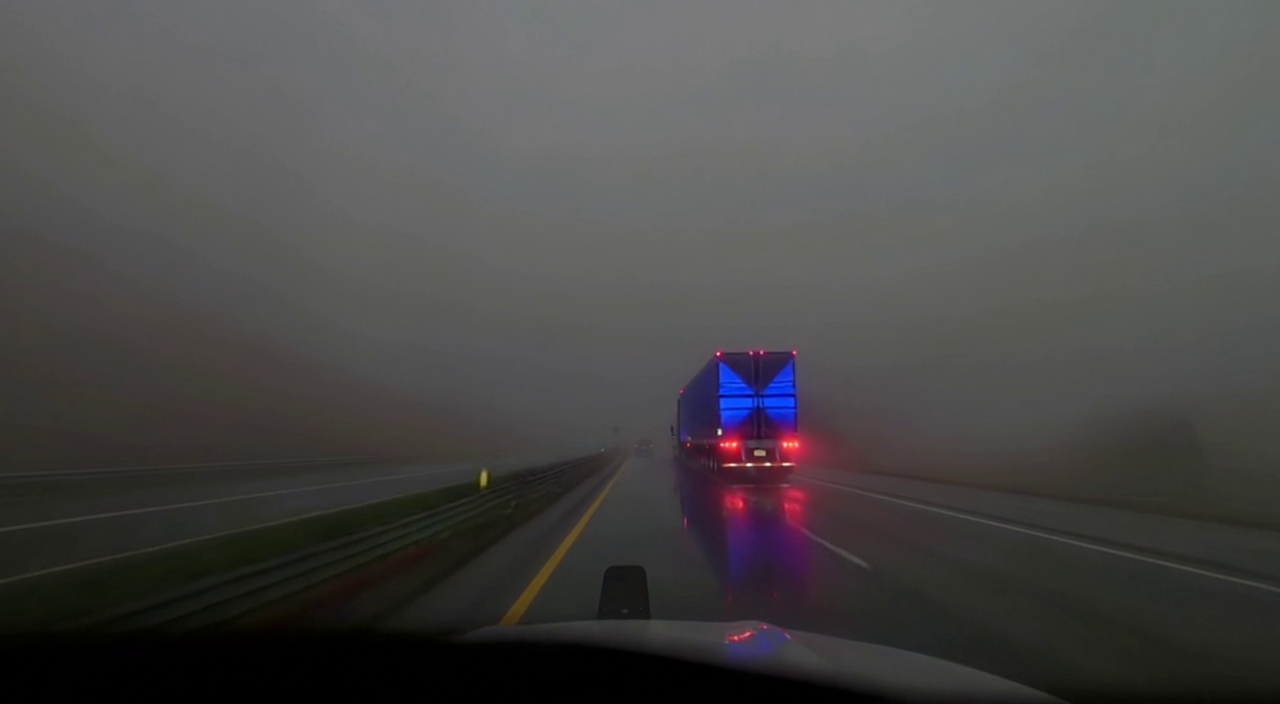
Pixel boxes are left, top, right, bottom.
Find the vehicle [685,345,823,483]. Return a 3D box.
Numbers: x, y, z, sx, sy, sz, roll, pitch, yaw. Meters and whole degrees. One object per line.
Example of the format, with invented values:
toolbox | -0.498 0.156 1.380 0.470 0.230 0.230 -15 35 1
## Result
vehicle | 4.249 3.014 27.680 3.615 4.578 13.539 0 -8 0
